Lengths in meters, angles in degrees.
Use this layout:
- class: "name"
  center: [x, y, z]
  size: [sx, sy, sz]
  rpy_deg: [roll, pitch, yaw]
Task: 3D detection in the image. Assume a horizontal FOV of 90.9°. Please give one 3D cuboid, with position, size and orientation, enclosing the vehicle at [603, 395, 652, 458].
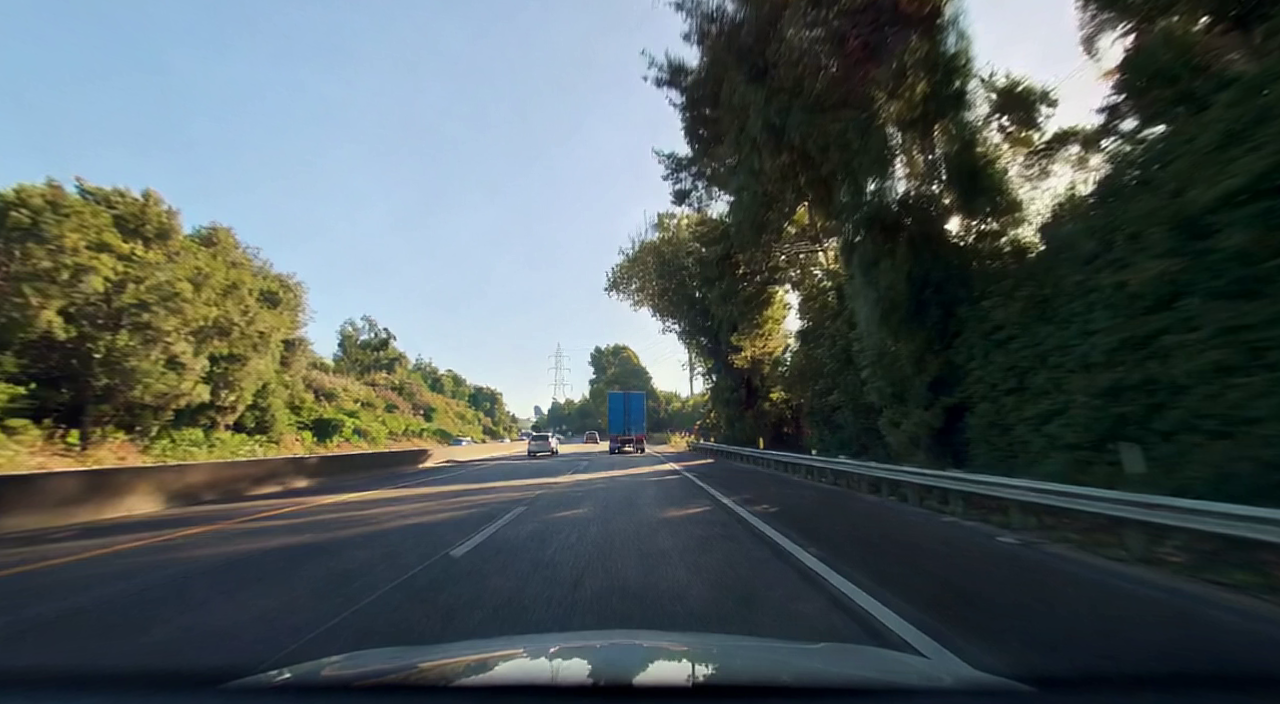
- class: "vehicle"
  center: [-0.782, 5.202, 43.560]
  size: [2.955, 3.851, 9.915]
  rpy_deg: [0, -8, 0]

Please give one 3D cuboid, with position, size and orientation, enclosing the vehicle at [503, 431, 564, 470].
- class: "vehicle"
  center: [-4.524, 4.218, 27.287]
  size: [1.934, 1.549, 4.194]
  rpy_deg: [0, -8, -1]
